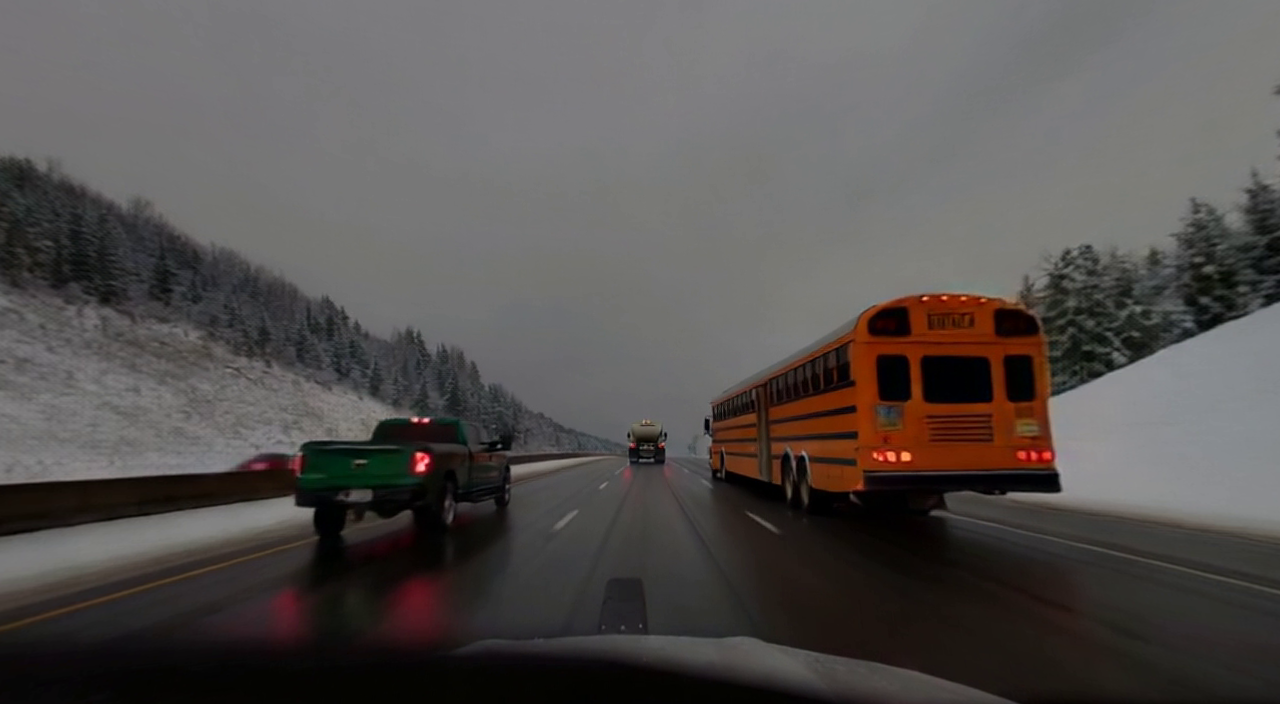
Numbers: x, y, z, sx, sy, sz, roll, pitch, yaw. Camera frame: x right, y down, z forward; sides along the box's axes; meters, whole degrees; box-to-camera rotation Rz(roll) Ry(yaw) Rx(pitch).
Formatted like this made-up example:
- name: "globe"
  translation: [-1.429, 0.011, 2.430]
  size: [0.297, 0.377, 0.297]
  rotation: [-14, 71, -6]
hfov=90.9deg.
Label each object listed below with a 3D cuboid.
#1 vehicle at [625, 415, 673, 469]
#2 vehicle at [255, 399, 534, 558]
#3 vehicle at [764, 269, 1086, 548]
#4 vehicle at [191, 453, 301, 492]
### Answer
- name: "vehicle"
  translation: [0.572, 6.302, 43.971]
  size: [2.948, 3.265, 10.569]
  rotation: [0, -8, 0]
- name: "vehicle"
  translation: [-3.510, 1.977, 10.721]
  size: [2.241, 1.927, 5.833]
  rotation: [0, -8, 2]
- name: "vehicle"
  translation: [4.404, 1.203, 11.863]
  size: [2.716, 3.705, 7.018]
  rotation: [0, -8, 0]
- name: "vehicle"
  translation: [-17.161, 5.228, 27.782]
  size: [1.887, 1.475, 4.533]
  rotation: [0, -8, 1]
